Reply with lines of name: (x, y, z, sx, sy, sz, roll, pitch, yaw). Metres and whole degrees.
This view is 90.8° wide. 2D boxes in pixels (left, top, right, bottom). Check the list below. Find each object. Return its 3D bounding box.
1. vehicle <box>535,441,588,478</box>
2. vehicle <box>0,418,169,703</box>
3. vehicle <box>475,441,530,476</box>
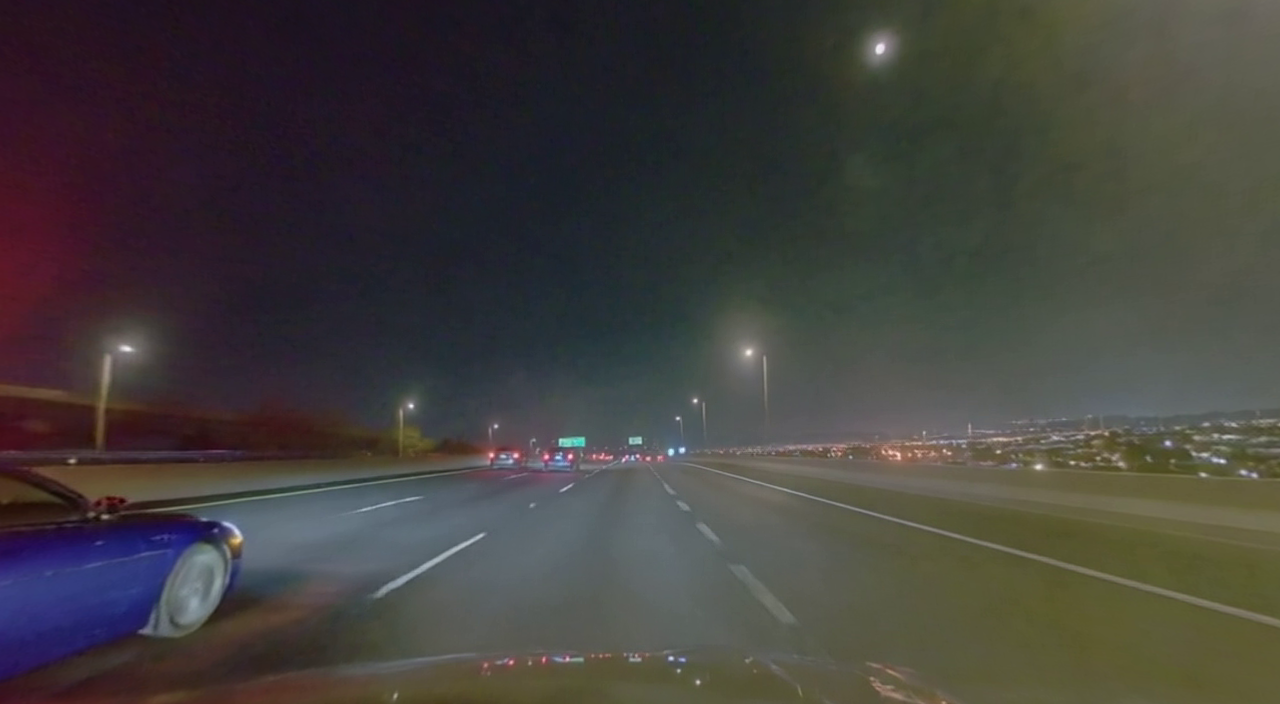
vehicle: (-3.848, 5.362, 31.668, 2.075, 1.702, 4.257, 0, -9, 0)
vehicle: (-4.050, 0.873, 1.690, 2.114, 1.480, 4.473, 0, -9, 0)
vehicle: (-7.776, 6.072, 36.302, 2.040, 1.824, 4.917, 0, -9, 0)
